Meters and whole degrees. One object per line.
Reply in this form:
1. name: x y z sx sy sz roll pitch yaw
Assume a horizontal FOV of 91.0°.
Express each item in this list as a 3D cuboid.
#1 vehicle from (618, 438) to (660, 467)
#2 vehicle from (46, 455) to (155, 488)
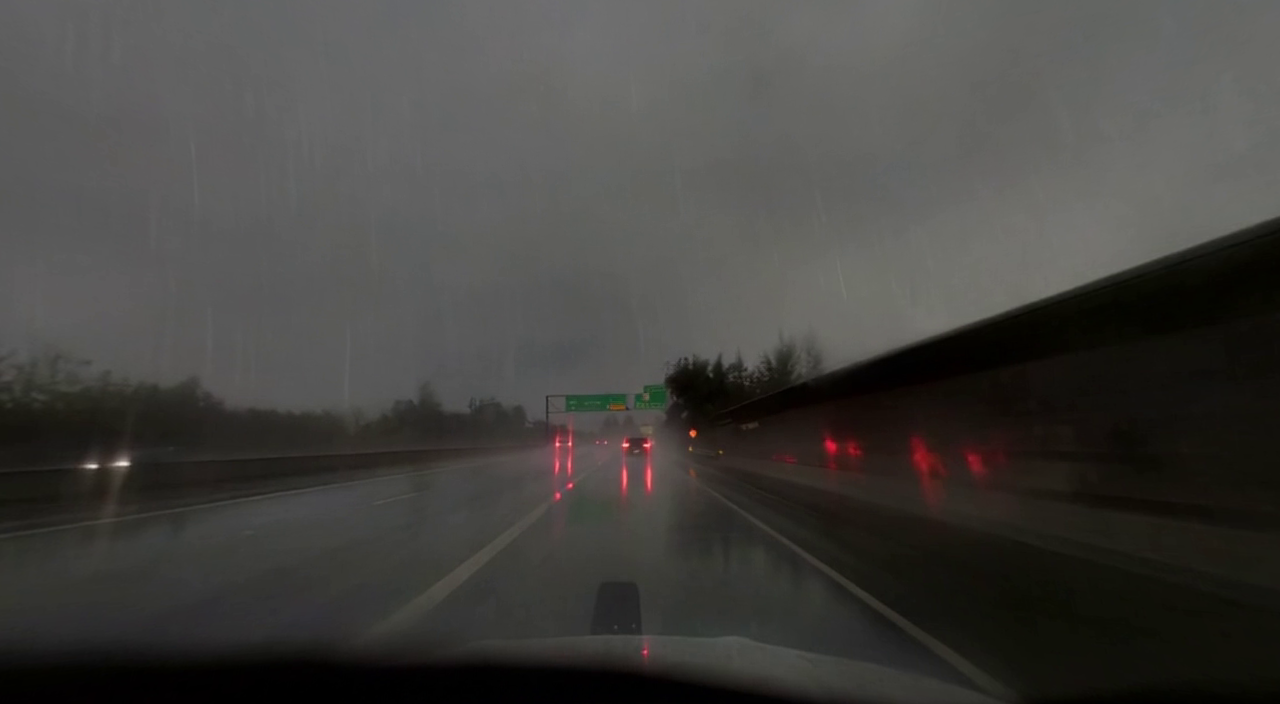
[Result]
1. vehicle: -0.089 5.264 33.214 2.072 1.440 3.690 0 -8 -1
2. vehicle: -27.873 6.162 32.716 1.832 1.446 4.330 0 -8 0
